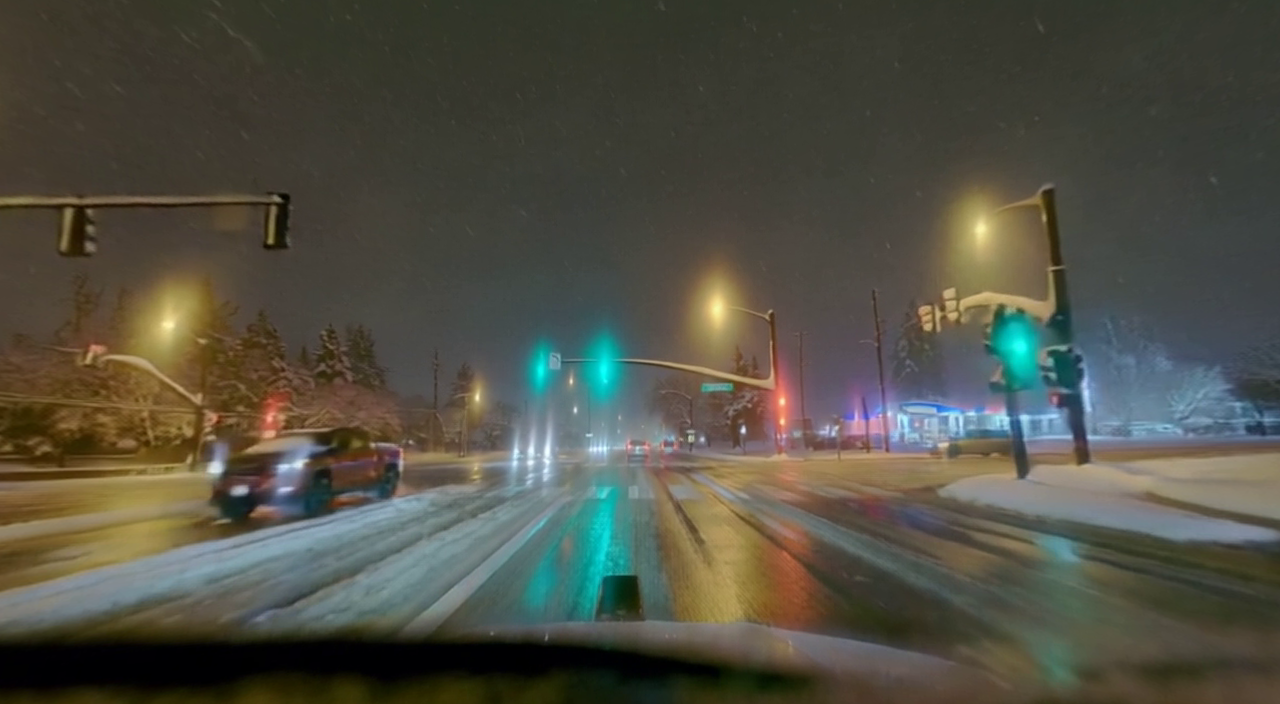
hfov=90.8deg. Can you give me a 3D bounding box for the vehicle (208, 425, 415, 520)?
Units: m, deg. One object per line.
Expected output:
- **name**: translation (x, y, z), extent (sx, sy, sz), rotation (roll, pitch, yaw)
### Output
- **vehicle**: translation (-6.673, 2.485, 13.540), extent (2.074, 1.692, 4.333), rotation (0, -8, 0)

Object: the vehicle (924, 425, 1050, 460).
- **vehicle**: translation (16.451, 4.322, 30.131), extent (4.727, 1.585, 2.066), rotation (0, -8, 1)

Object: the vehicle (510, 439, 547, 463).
- **vehicle**: translation (-8.536, 7.610, 48.766), extent (1.946, 1.710, 5.044), rotation (-2, -8, 0)
